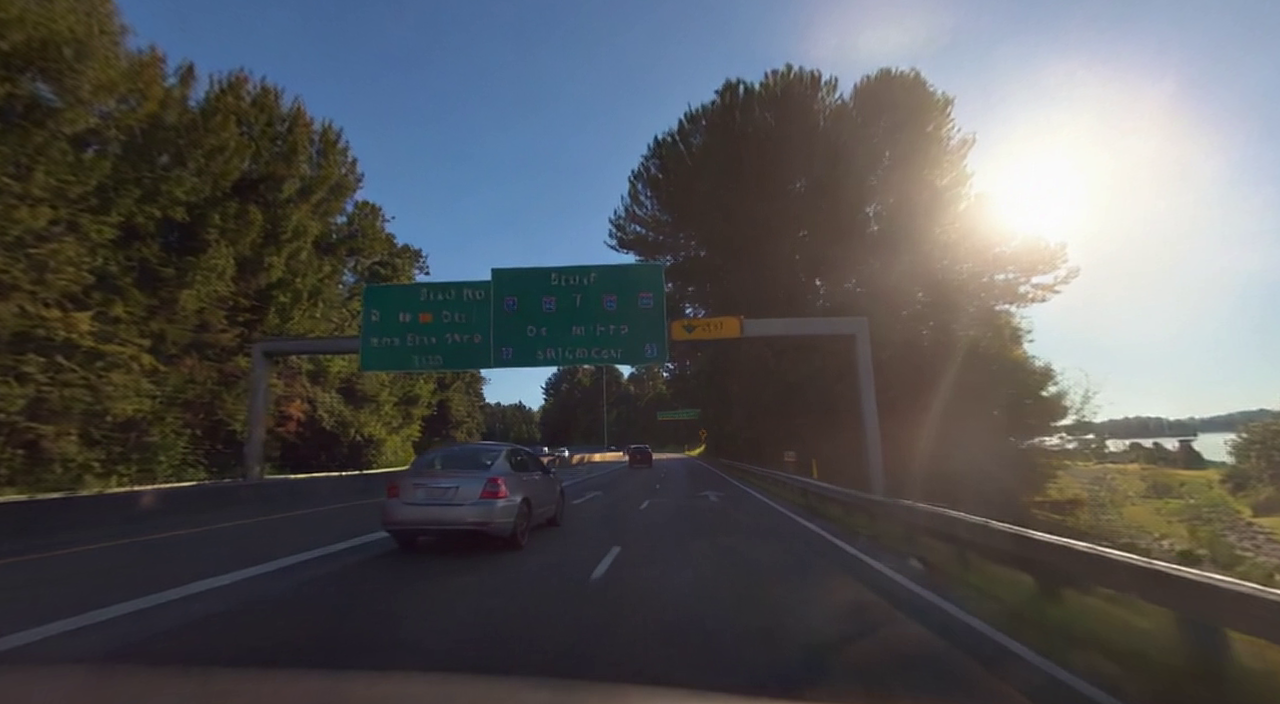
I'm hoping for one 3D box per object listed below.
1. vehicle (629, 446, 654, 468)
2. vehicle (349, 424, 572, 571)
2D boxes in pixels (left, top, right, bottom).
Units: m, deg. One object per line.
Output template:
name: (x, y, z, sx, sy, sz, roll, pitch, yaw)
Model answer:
vehicle: (0.128, 7.635, 45.929, 1.675, 1.537, 3.574, -1, -9, 3)
vehicle: (-2.150, 1.856, 8.672, 1.846, 1.566, 3.525, -1, -9, 3)
